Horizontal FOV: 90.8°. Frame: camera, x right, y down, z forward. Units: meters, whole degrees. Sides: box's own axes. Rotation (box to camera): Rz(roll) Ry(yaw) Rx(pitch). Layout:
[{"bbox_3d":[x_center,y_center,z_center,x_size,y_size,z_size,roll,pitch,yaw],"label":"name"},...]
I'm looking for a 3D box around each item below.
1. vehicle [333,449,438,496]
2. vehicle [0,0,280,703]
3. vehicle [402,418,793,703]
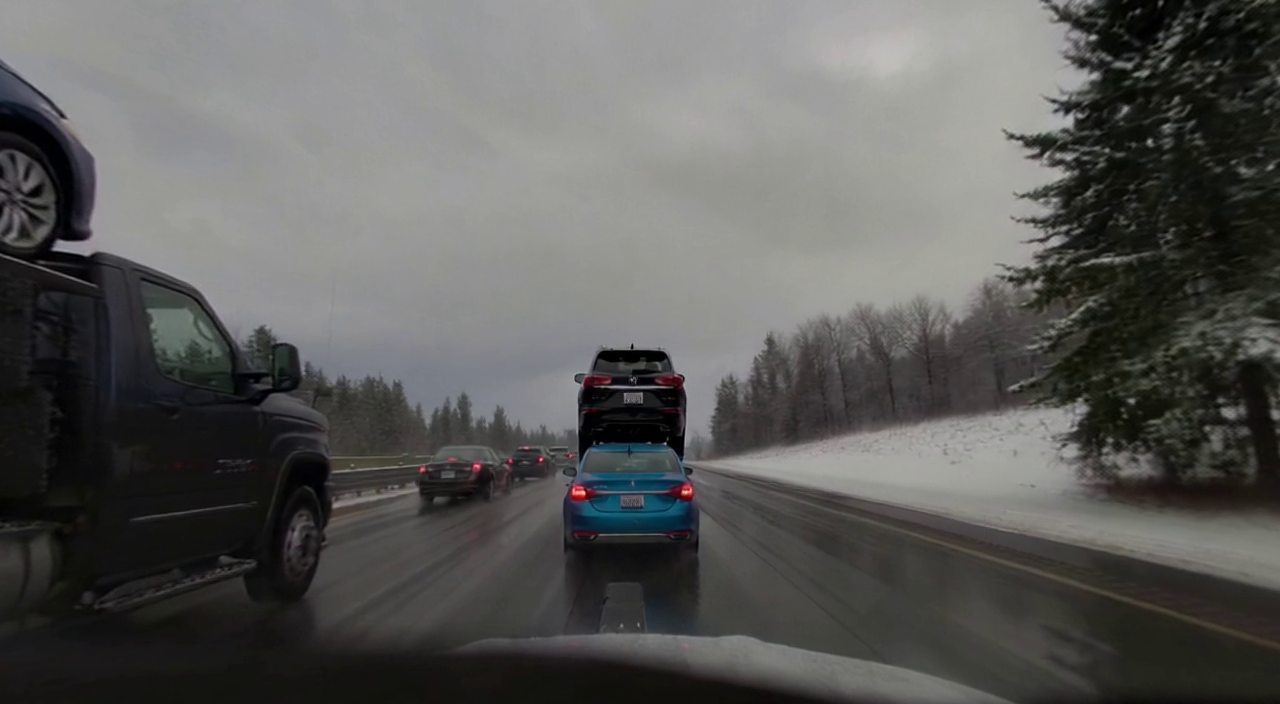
[{"bbox_3d":[-8.777,4.157,22.209,1.834,1.469,4.362,0,-9,1],"label":"vehicle"},{"bbox_3d":[-4.507,-0.158,2.114,2.963,3.836,6.016,0,-9,-1],"label":"vehicle"},{"bbox_3d":[-0.258,1.364,4.998,1.991,1.507,3.391,0,-9,-2],"label":"vehicle"}]
